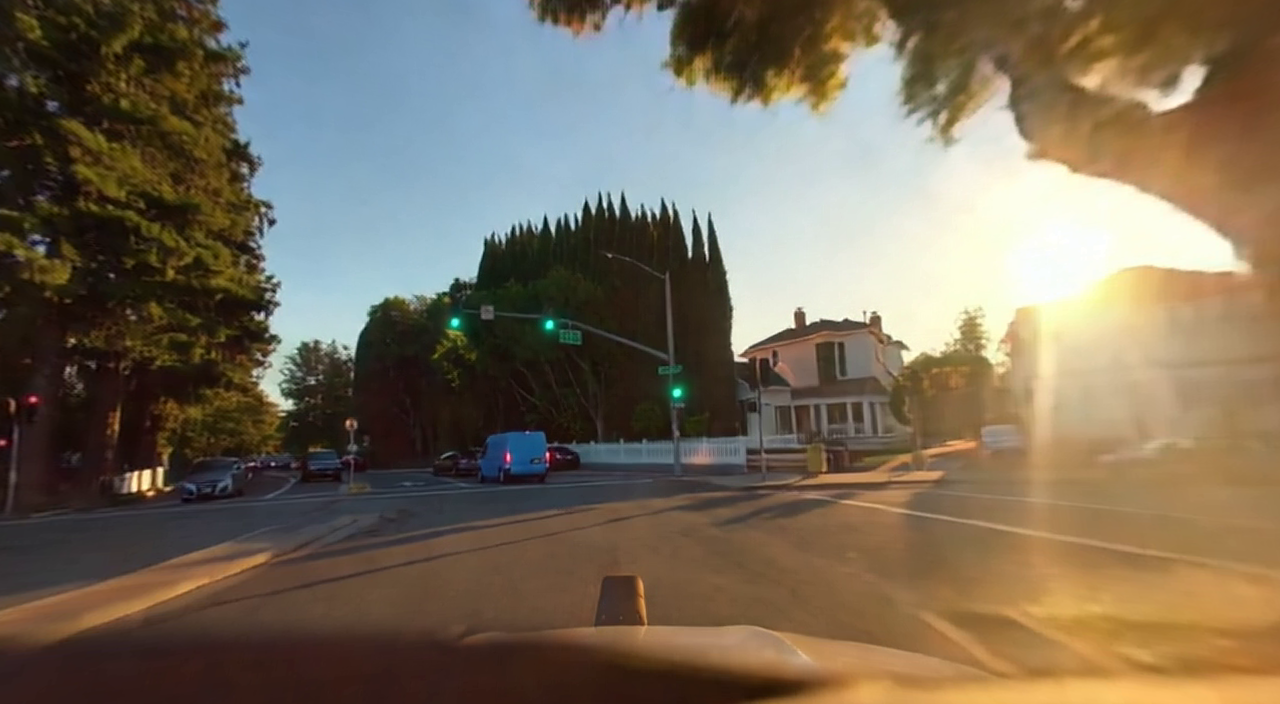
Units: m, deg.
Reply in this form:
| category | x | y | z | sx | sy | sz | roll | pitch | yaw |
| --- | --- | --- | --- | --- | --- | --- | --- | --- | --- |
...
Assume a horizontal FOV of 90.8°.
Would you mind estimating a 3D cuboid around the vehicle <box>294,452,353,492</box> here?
| category | x | y | z | sx | sy | sz | roll | pitch | yaw |
| --- | --- | --- | --- | --- | --- | --- | --- | --- | --- |
| vehicle | -13.104 | 4.896 | 26.183 | 1.952 | 1.461 | 4.377 | 4 | -9 | -26 |

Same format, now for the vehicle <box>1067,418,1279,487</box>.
| category | x | y | z | sx | sy | sz | roll | pitch | yaw |
| --- | --- | --- | --- | --- | --- | --- | --- | --- | --- |
| vehicle | 13.108 | 2.351 | 14.922 | 4.509 | 1.481 | 2.027 | -3 | -9 | 16 |

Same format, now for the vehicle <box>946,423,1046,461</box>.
| category | x | y | z | sx | sy | sz | roll | pitch | yaw |
| --- | --- | --- | --- | --- | --- | --- | --- | --- | --- |
| vehicle | 18.731 | 4.704 | 33.274 | 4.268 | 1.765 | 1.989 | -6 | -6 | 37 |

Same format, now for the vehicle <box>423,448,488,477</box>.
| category | x | y | z | sx | sy | sz | roll | pitch | yaw |
| --- | --- | --- | --- | --- | --- | --- | --- | --- | --- |
| vehicle | -10.331 | 6.105 | 35.170 | 2.008 | 1.445 | 4.386 | 6 | -10 | -36 |

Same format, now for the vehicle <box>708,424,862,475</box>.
| category | x | y | z | sx | sy | sz | roll | pitch | yaw |
| --- | --- | --- | --- | --- | --- | --- | --- | --- | --- |
| vehicle | 6.294 | 4.300 | 27.972 | 6.104 | 2.026 | 2.514 | -7 | -11 | 39 |

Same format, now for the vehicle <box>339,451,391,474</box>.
| category | x | y | z | sx | sy | sz | roll | pitch | yaw |
| --- | --- | --- | --- | --- | --- | --- | --- | --- | --- |
| vehicle | -20.116 | 8.025 | 46.071 | 4.291 | 1.493 | 1.911 | -8 | -11 | 44 |

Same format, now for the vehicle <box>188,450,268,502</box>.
| category | x | y | z | sx | sy | sz | roll | pitch | yaw |
| --- | --- | --- | --- | --- | --- | --- | --- | --- | --- |
| vehicle | -16.321 | 4.860 | 25.283 | 2.078 | 1.783 | 4.670 | 4 | -9 | -27 |

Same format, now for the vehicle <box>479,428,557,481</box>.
| category | x | y | z | sx | sy | sz | roll | pitch | yaw |
| --- | --- | --- | --- | --- | --- | --- | --- | --- | --- |
| vehicle | -5.501 | 4.494 | 27.990 | 2.213 | 2.124 | 4.809 | 4 | -9 | -25 |

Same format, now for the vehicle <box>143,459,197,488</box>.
| category | x | y | z | sx | sy | sz | roll | pitch | yaw |
| --- | --- | --- | --- | --- | --- | --- | --- | --- | --- |
| vehicle | -30.980 | 8.002 | 41.575 | 4.290 | 1.497 | 2.093 | -12 | -10 | 42 |
